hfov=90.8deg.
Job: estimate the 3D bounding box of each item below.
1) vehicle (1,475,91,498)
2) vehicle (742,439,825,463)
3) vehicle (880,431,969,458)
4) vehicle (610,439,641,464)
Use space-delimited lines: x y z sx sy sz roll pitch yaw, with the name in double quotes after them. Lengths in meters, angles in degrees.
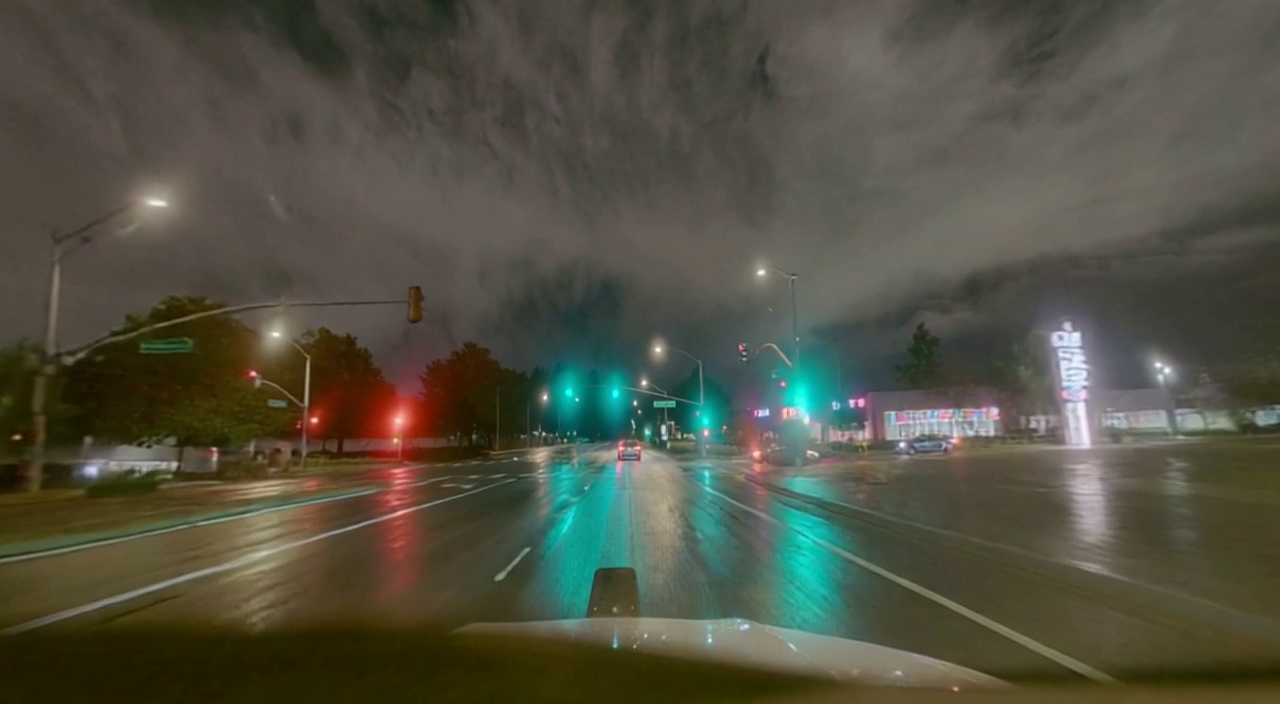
-43.884 9.943 46.707 4.623 1.475 1.883 -1 -11 -1 "vehicle"
9.195 6.374 40.734 4.794 1.511 1.992 0 -9 -3 "vehicle"
18.284 5.967 40.812 4.710 1.588 2.053 -1 -9 -2 "vehicle"
-1.038 7.009 44.581 2.024 1.628 4.774 0 -9 -2 "vehicle"
